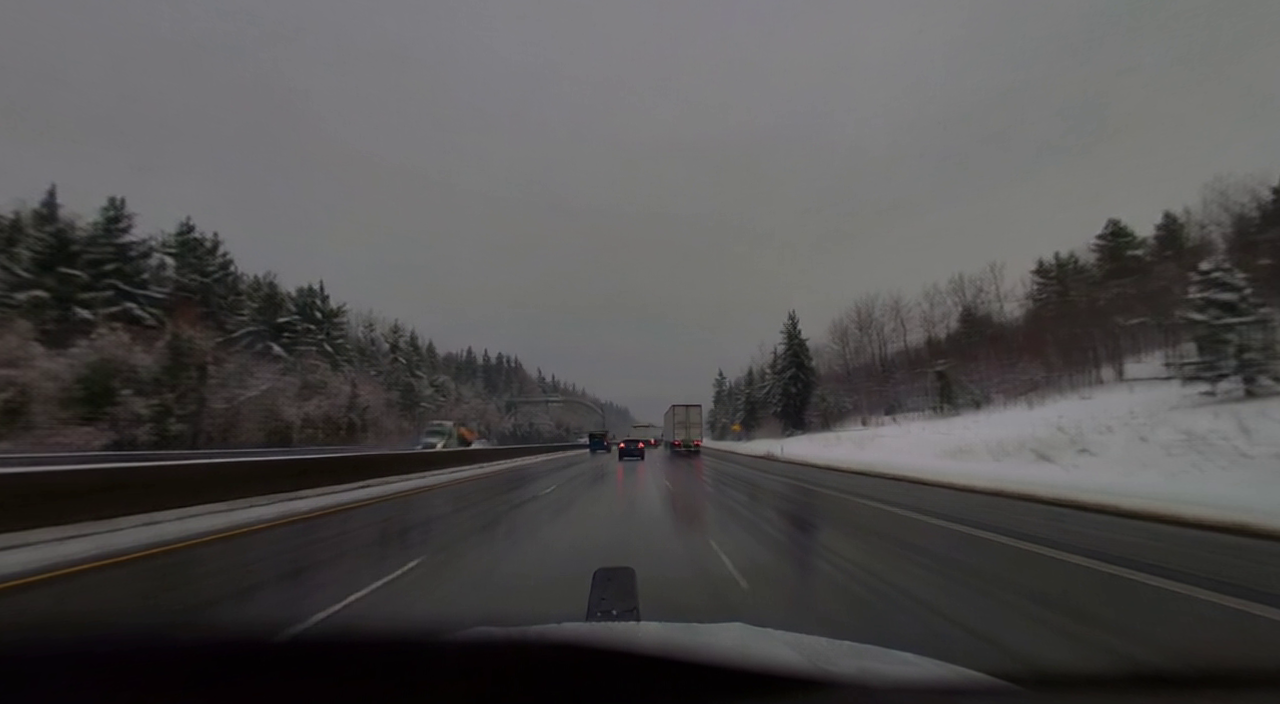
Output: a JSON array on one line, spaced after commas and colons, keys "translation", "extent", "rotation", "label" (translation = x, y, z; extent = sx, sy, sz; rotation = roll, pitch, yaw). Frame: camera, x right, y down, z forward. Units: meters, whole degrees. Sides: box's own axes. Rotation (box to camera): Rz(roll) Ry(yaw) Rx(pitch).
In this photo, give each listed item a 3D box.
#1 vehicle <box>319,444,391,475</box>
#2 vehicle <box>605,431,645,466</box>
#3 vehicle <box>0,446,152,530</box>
[{"translation": [-16.719, 6.278, 37.174], "extent": [2.136, 1.671, 4.417], "rotation": [-1, -8, 1], "label": "vehicle"}, {"translation": [-0.819, 5.712, 37.525], "extent": [2.211, 1.933, 4.315], "rotation": [-1, -8, 0], "label": "vehicle"}, {"translation": [-12.788, 2.740, 13.097], "extent": [1.880, 1.515, 4.210], "rotation": [0, -8, 0], "label": "vehicle"}]
